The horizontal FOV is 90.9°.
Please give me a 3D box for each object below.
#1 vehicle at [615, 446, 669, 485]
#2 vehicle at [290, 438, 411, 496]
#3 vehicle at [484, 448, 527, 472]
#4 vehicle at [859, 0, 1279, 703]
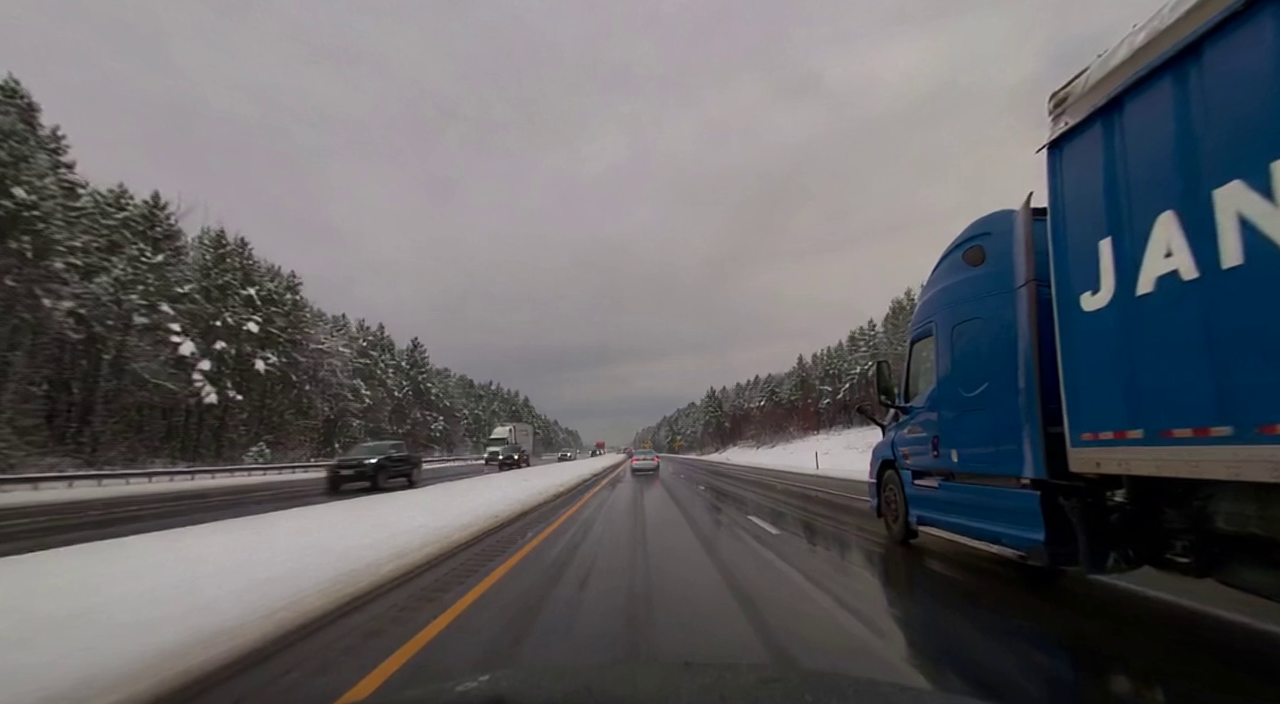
[{"bbox_3d":[0.060,4.807,27.033,2.114,1.523,4.012,0,-9,0],"label":"vehicle"},{"bbox_3d":[-8.901,3.549,19.782,1.878,1.590,3.982,0,-9,0],"label":"vehicle"},{"bbox_3d":[-8.996,7.245,42.555,1.930,1.479,4.706,0,-9,0],"label":"vehicle"},{"bbox_3d":[4.446,0.196,5.306,3.010,3.911,5.858,0,-9,0],"label":"vehicle"}]
